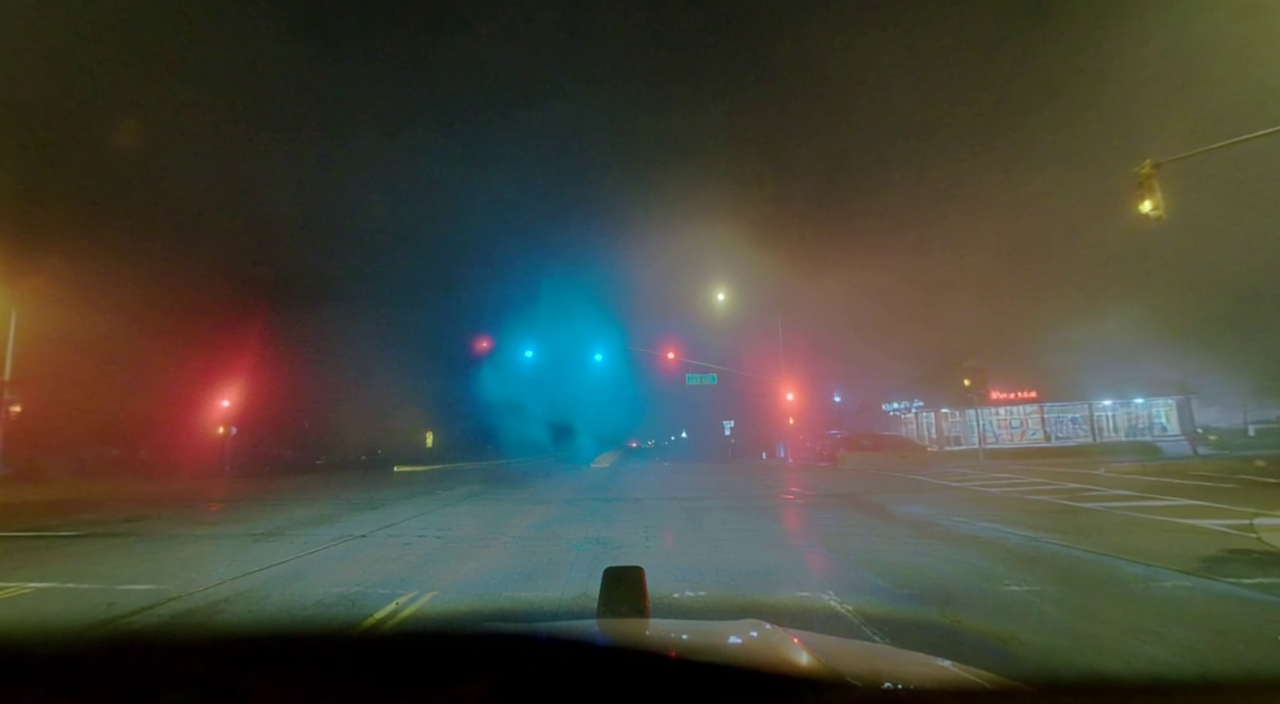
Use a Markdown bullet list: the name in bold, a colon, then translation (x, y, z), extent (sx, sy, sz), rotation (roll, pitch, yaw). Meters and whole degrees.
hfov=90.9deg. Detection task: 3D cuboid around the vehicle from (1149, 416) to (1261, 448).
- **vehicle**: translation (28.269, 4.071, 31.719), extent (1.799, 1.459, 4.266), rotation (-1, -8, 3)
